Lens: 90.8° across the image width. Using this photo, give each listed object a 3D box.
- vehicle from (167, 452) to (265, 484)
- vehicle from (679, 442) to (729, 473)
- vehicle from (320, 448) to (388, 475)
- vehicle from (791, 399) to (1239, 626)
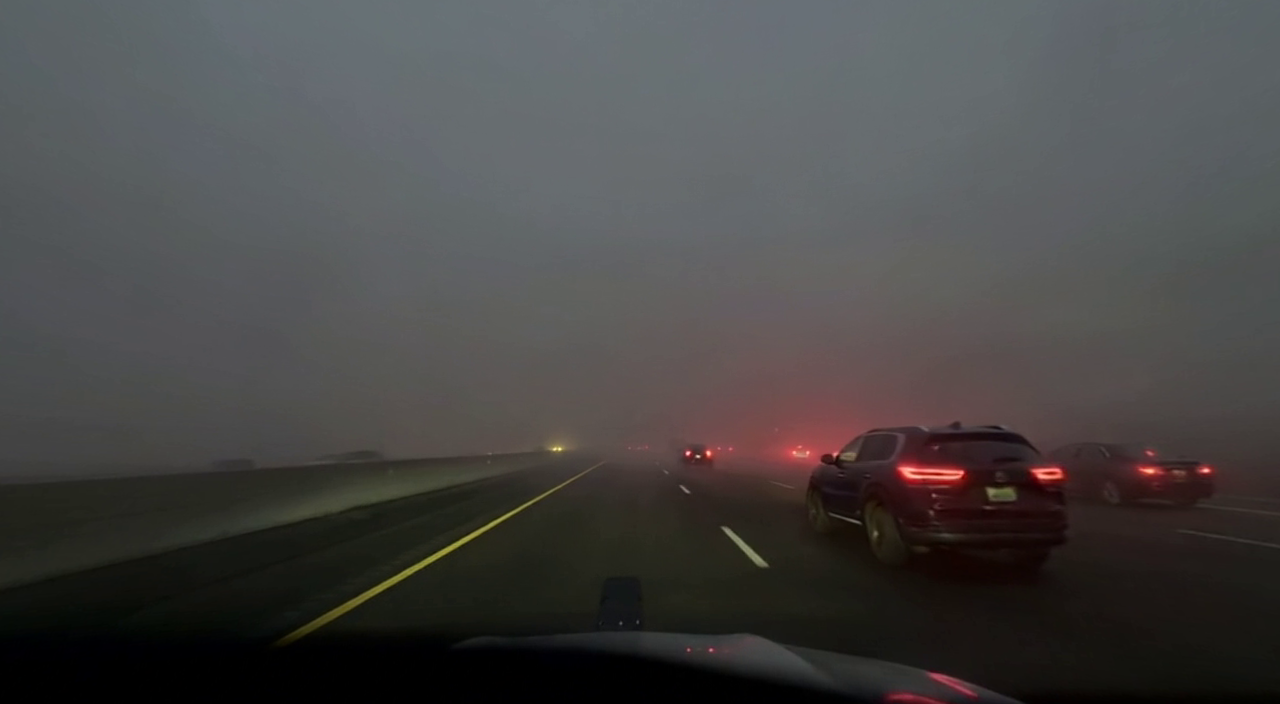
[{"bbox_3d":[-22.002,6.023,33.078,1.931,1.483,4.605,0,-9,0],"label":"vehicle"},{"bbox_3d":[3.190,5.395,32.511,2.038,1.477,4.313,0,-9,-1],"label":"vehicle"},{"bbox_3d":[-15.059,5.771,33.512,1.861,1.296,3.759,0,-8,0],"label":"vehicle"},{"bbox_3d":[3.242,1.486,6.876,1.977,1.601,4.598,0,-9,-1],"label":"vehicle"}]
